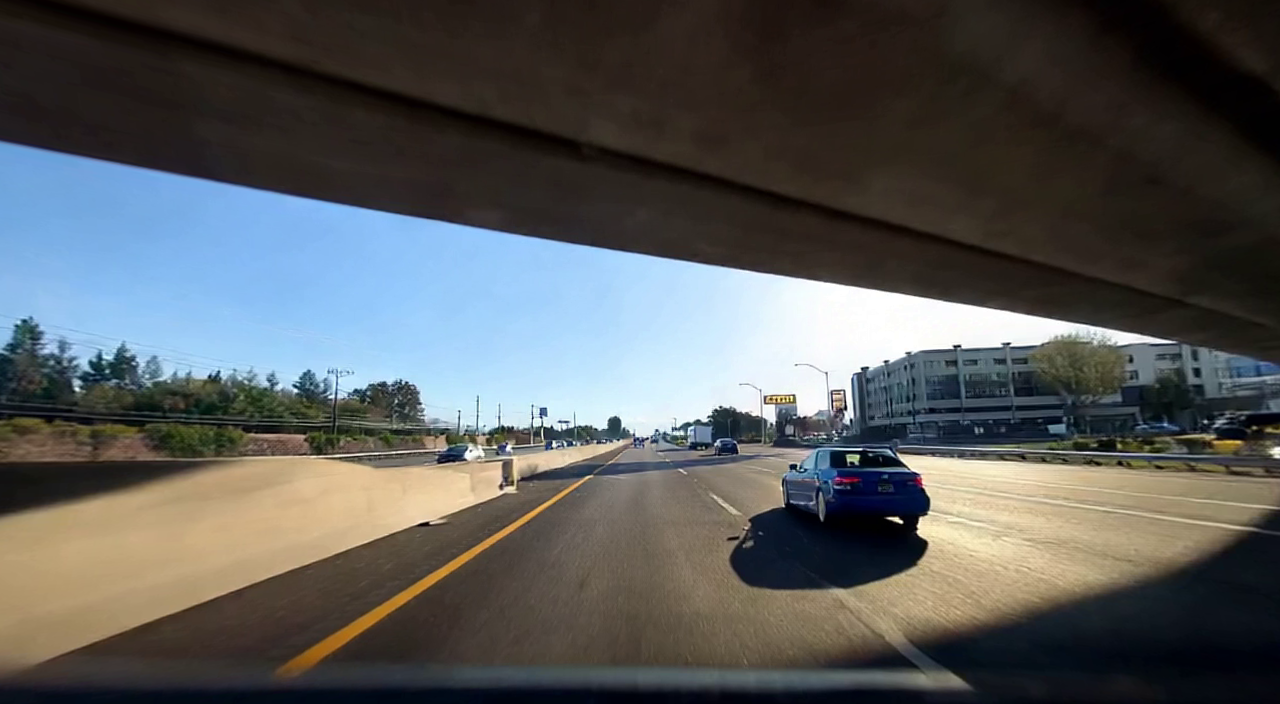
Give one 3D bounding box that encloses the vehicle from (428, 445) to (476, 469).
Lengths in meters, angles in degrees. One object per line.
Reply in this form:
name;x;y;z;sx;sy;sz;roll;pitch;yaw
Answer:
vehicle;-11.598;6.503;39.009;1.894;1.393;3.926;0;-9;-2
